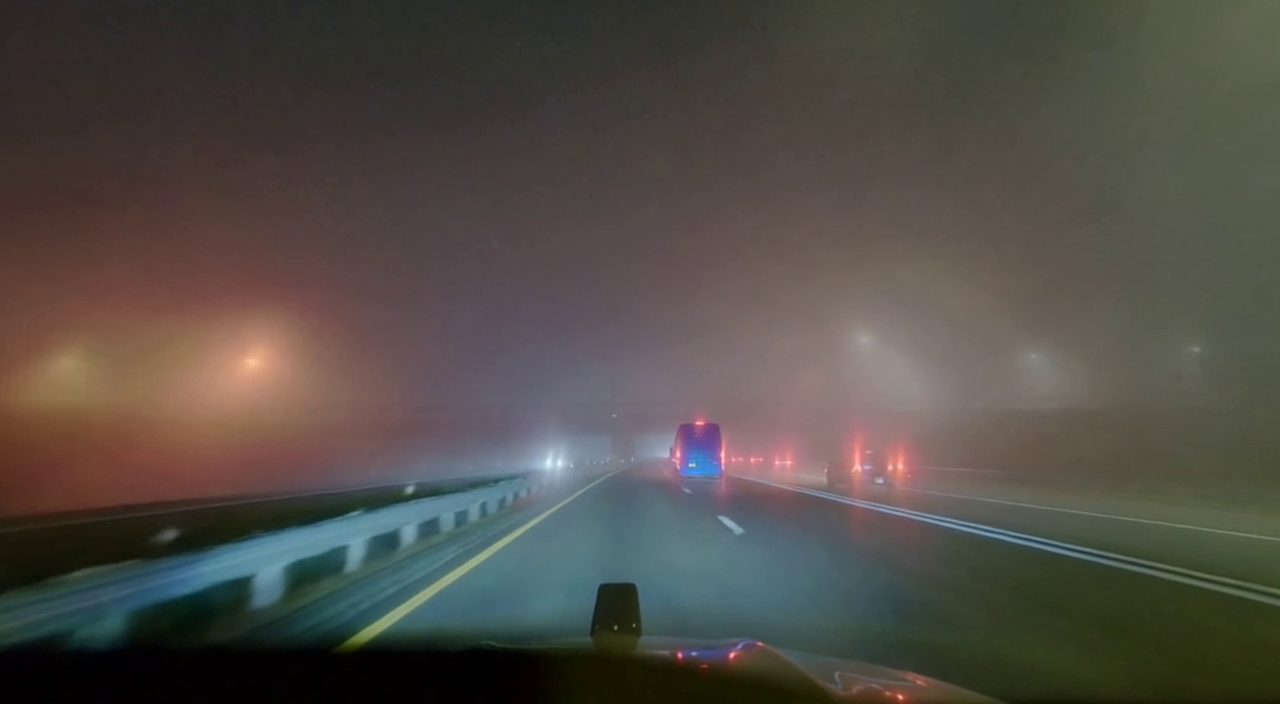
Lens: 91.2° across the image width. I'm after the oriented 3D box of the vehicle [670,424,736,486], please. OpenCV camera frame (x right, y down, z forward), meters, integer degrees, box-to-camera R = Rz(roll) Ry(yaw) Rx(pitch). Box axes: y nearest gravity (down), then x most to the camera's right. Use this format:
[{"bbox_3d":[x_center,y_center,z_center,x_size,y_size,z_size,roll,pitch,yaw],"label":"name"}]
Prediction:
[{"bbox_3d":[2.837,4.837,29.631,2.560,2.598,5.581,-1,-9,1],"label":"vehicle"}]
